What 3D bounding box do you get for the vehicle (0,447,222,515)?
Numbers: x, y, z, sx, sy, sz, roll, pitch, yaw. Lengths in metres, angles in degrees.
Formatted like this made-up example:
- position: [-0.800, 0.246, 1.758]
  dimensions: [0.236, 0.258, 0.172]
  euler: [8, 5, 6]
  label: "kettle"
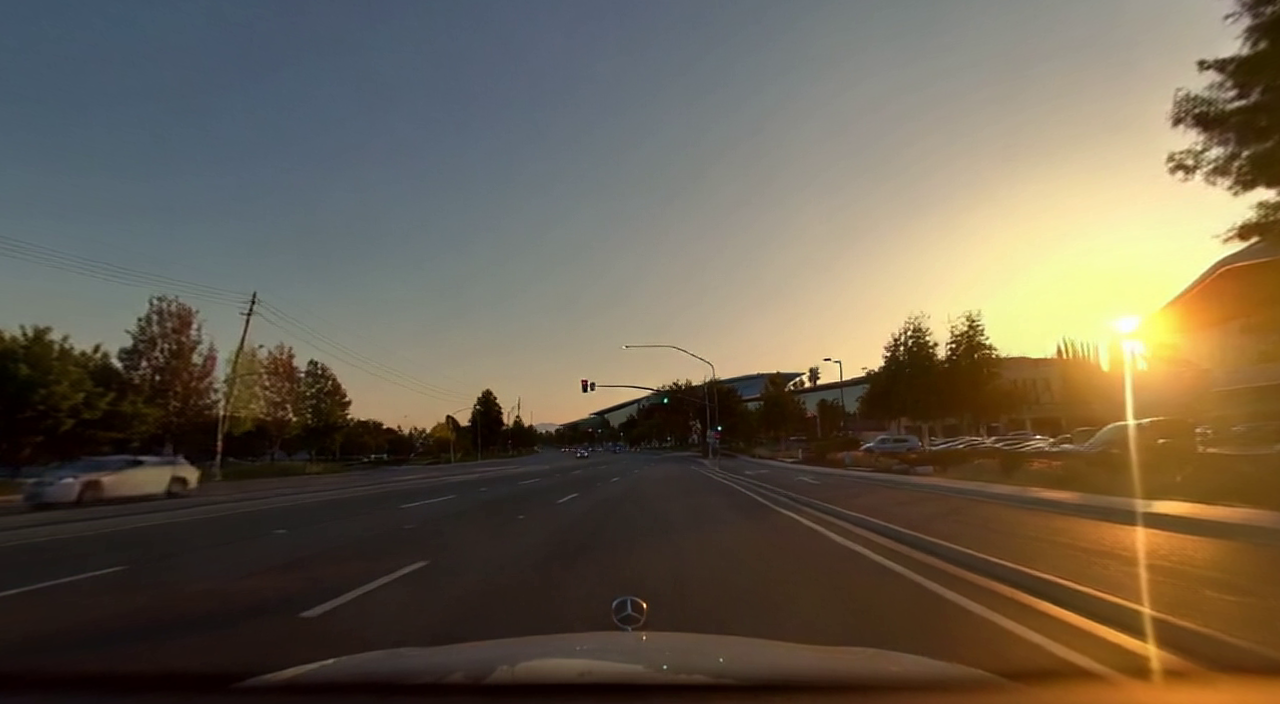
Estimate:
- position: [-13.430, 3.175, 16.126]
  dimensions: [2.240, 1.452, 4.518]
  euler: [0, -8, 3]
  label: "vehicle"
